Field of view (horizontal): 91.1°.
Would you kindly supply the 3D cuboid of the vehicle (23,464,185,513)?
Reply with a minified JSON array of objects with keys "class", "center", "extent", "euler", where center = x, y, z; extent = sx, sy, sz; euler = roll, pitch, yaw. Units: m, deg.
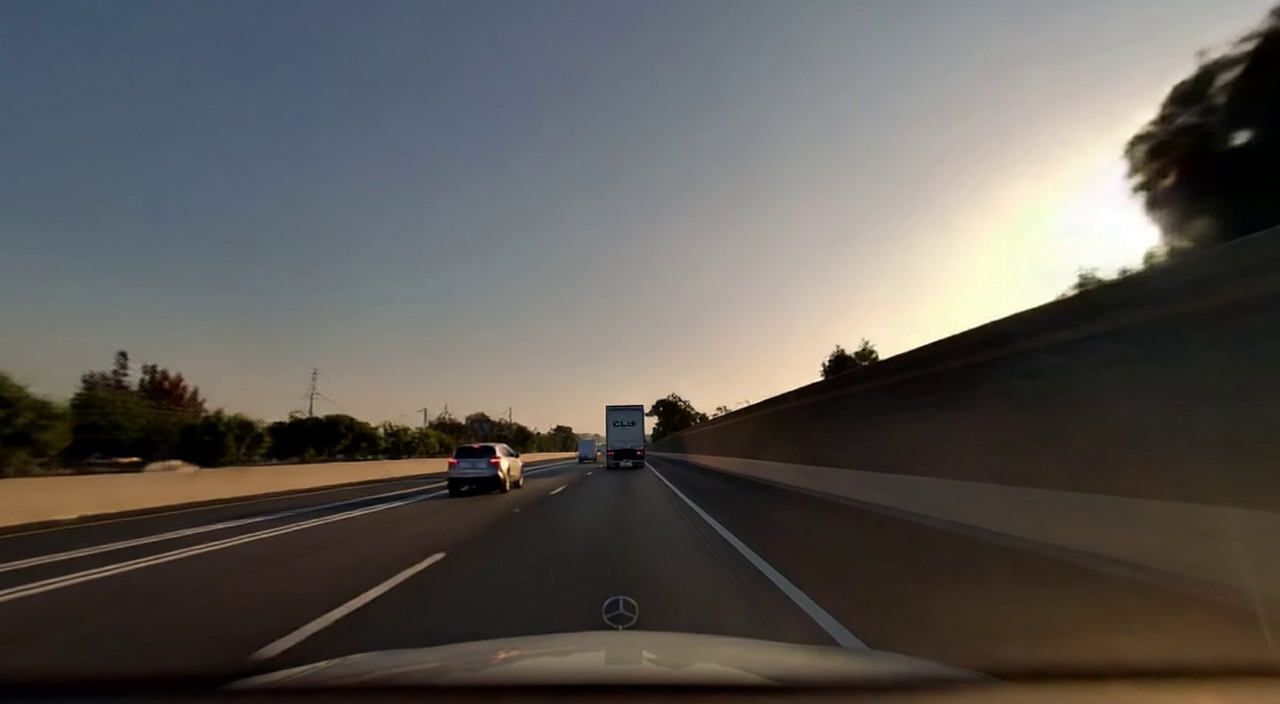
[{"class":"vehicle","center":[-18.551,4.719,22.107],"extent":[1.839,1.427,4.416],"euler":[0,-9,-1]}]

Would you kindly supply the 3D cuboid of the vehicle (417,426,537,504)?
[{"class":"vehicle","center":[-4.582,3.281,18.627],"extent":[2.226,1.935,5.130],"euler":[0,-9,-1]}]

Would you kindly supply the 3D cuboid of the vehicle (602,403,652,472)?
[{"class":"vehicle","center":[-0.884,5.753,41.628],"extent":[2.923,4.007,9.760],"euler":[0,-9,-1]}]
